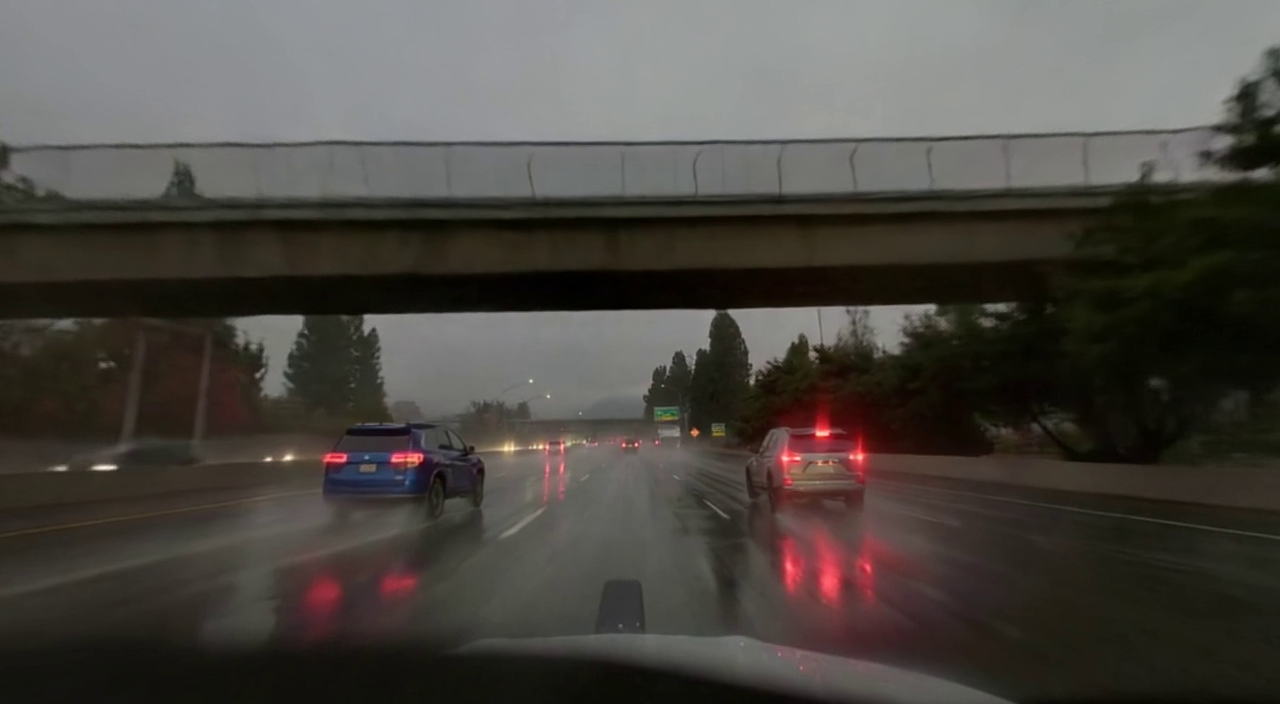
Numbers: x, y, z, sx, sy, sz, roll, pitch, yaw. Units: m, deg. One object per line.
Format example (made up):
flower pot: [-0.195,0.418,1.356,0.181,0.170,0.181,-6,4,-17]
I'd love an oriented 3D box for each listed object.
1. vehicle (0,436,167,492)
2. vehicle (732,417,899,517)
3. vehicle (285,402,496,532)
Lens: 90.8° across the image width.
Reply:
vehicle: [-18.722,3.695,21.253,1.994,1.631,4.711,0,-8,-1]
vehicle: [3.462,2.390,13.546,2.185,1.749,4.477,0,-8,-1]
vehicle: [-4.197,2.037,11.677,2.018,1.872,4.728,0,-8,-1]
